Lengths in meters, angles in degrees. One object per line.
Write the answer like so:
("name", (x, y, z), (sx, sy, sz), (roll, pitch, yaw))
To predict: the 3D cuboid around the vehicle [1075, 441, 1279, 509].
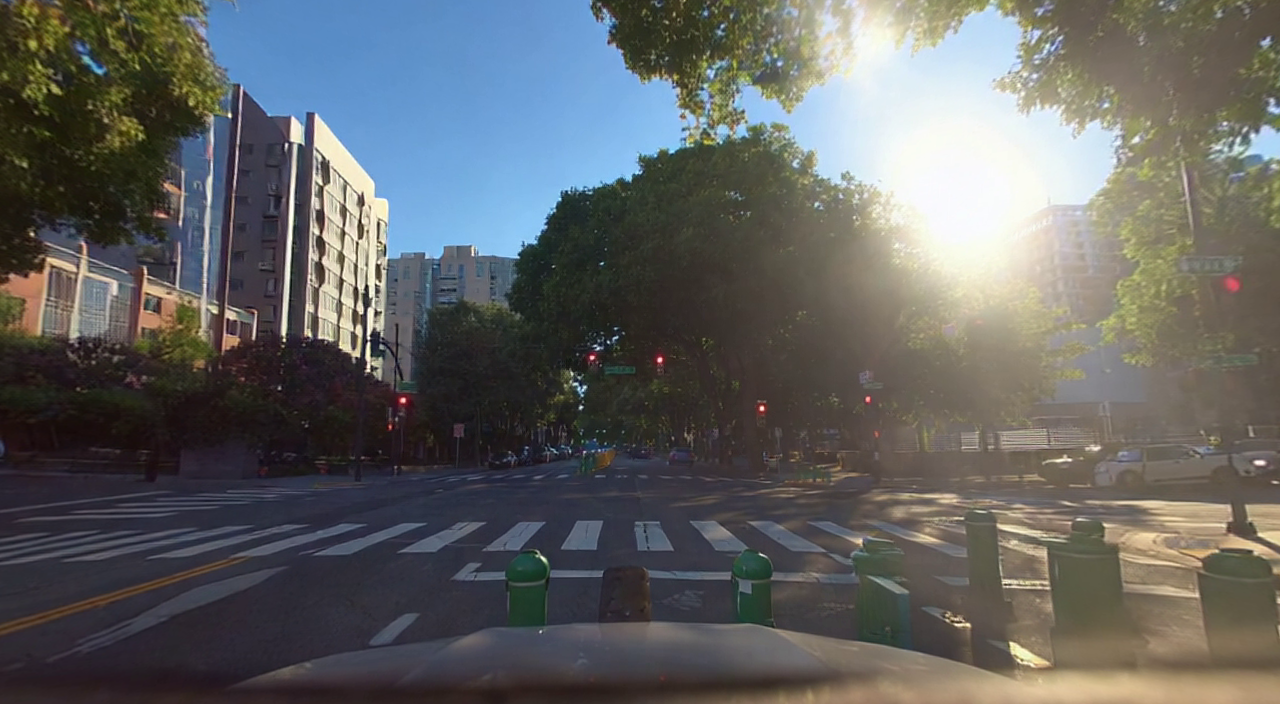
("vehicle", (13.010, 2.799, 14.571), (4.424, 1.436, 1.804), (0, -8, 5))
